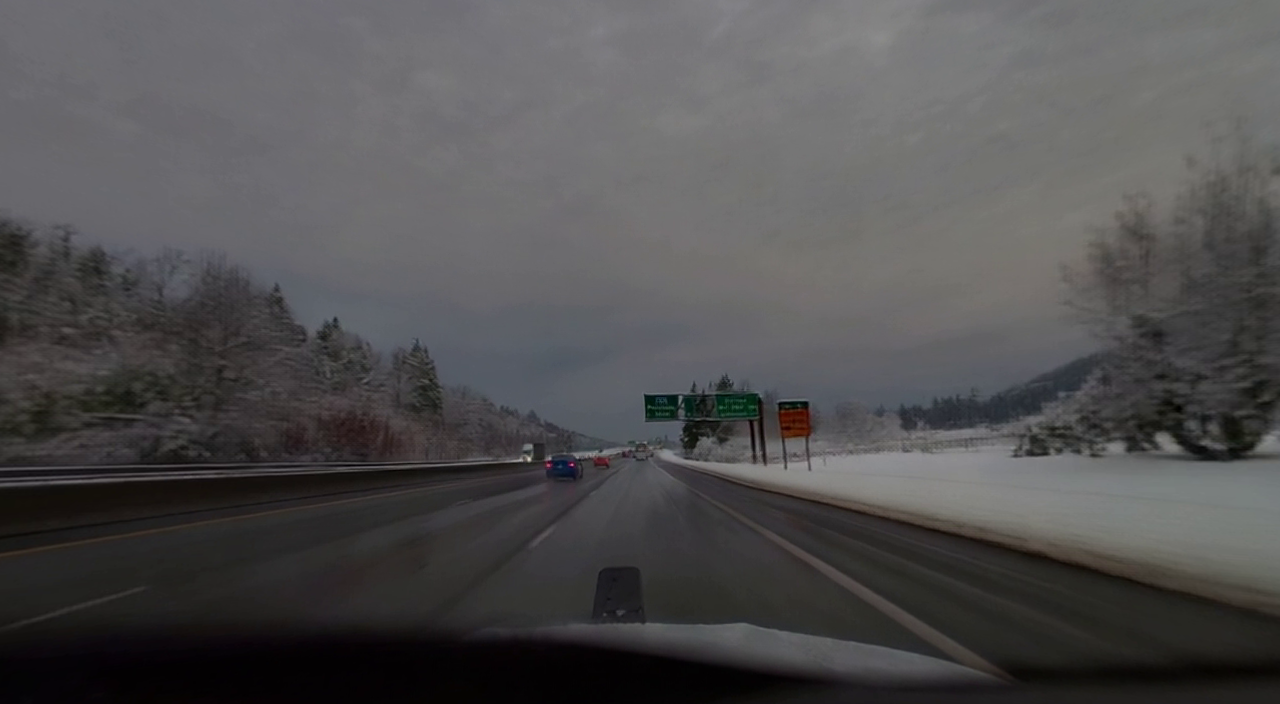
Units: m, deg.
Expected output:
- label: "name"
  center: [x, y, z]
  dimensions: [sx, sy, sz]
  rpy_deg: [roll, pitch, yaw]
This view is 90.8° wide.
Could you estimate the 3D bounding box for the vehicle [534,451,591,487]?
- label: "vehicle"
  center: [-3.531, 5.412, 29.466]
  dimensions: [2.121, 1.537, 3.852]
  rpy_deg: [0, -9, 0]
